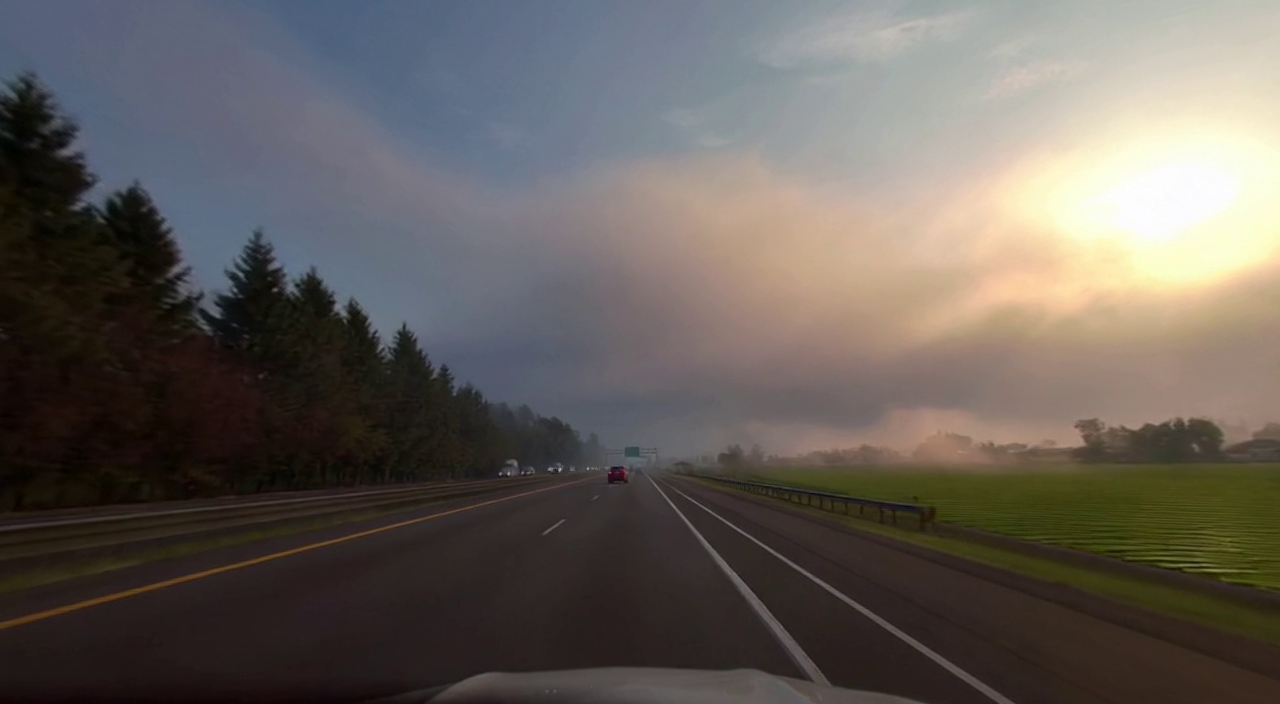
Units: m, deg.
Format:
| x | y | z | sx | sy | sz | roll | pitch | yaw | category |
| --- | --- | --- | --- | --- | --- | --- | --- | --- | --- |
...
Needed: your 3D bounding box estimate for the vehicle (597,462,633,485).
| x | y | z | sx | sy | sz | roll | pitch | yaw | category |
| --- | --- | --- | --- | --- | --- | --- | --- | --- | --- |
| -1.600 | 8.154 | 42.440 | 2.183 | 1.435 | 4.653 | 1 | -10 | 0 | vehicle |
